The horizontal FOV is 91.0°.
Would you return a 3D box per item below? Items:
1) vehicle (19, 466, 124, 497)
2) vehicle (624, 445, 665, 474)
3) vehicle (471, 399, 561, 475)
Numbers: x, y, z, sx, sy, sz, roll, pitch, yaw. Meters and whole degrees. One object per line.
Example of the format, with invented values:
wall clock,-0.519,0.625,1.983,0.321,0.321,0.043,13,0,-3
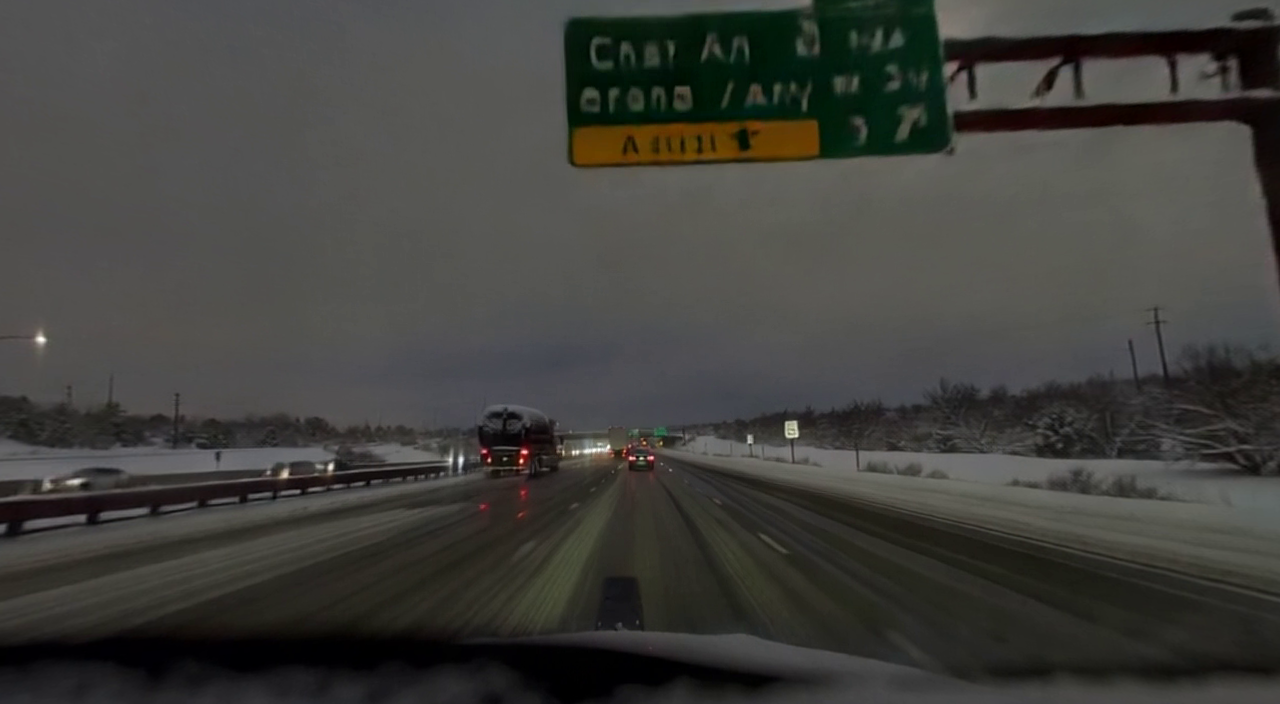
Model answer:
vehicle,-31.398,7.133,34.989,1.765,1.472,4.346,0,-9,0
vehicle,0.193,5.791,34.132,2.066,1.469,4.050,0,-9,-1
vehicle,-6.994,5.140,37.547,3.067,3.804,11.136,0,-9,0
